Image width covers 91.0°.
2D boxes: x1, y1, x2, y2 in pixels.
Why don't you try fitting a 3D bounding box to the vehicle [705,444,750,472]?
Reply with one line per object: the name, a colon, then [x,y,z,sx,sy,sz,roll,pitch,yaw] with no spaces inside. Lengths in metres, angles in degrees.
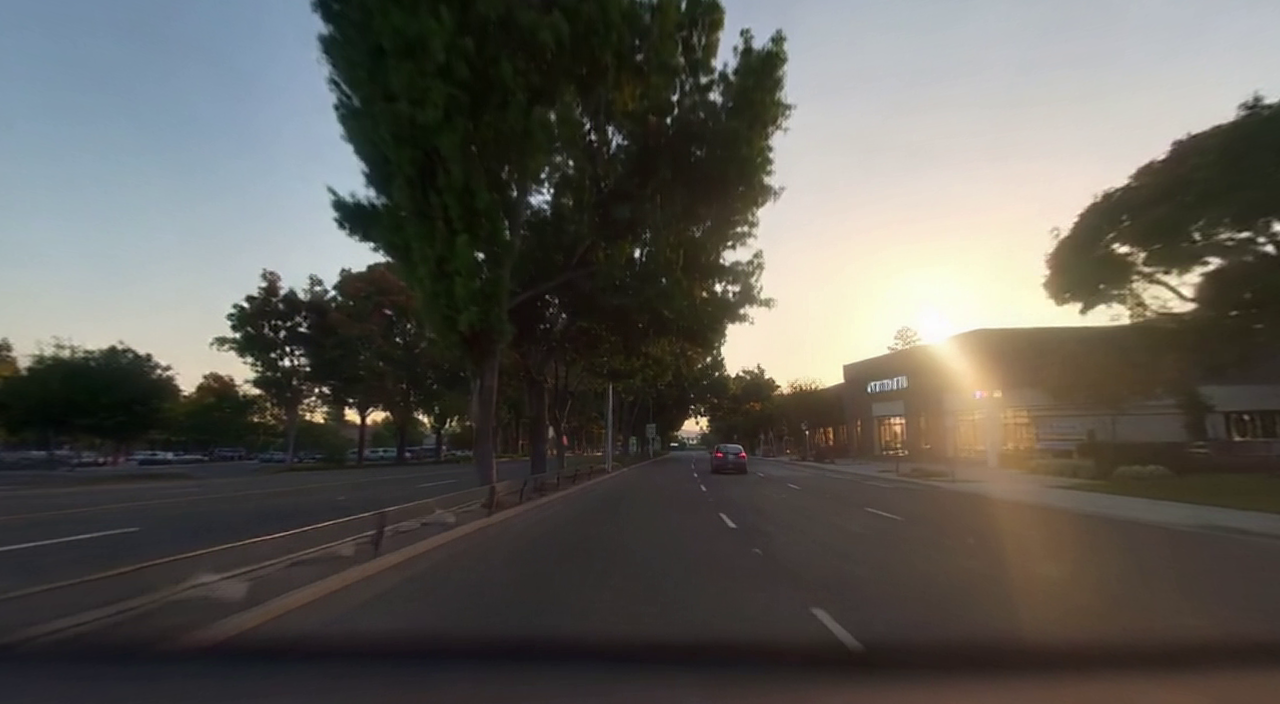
vehicle: [4.854,5.948,35.597,2.015,1.479,4.444,0,-9,2]
